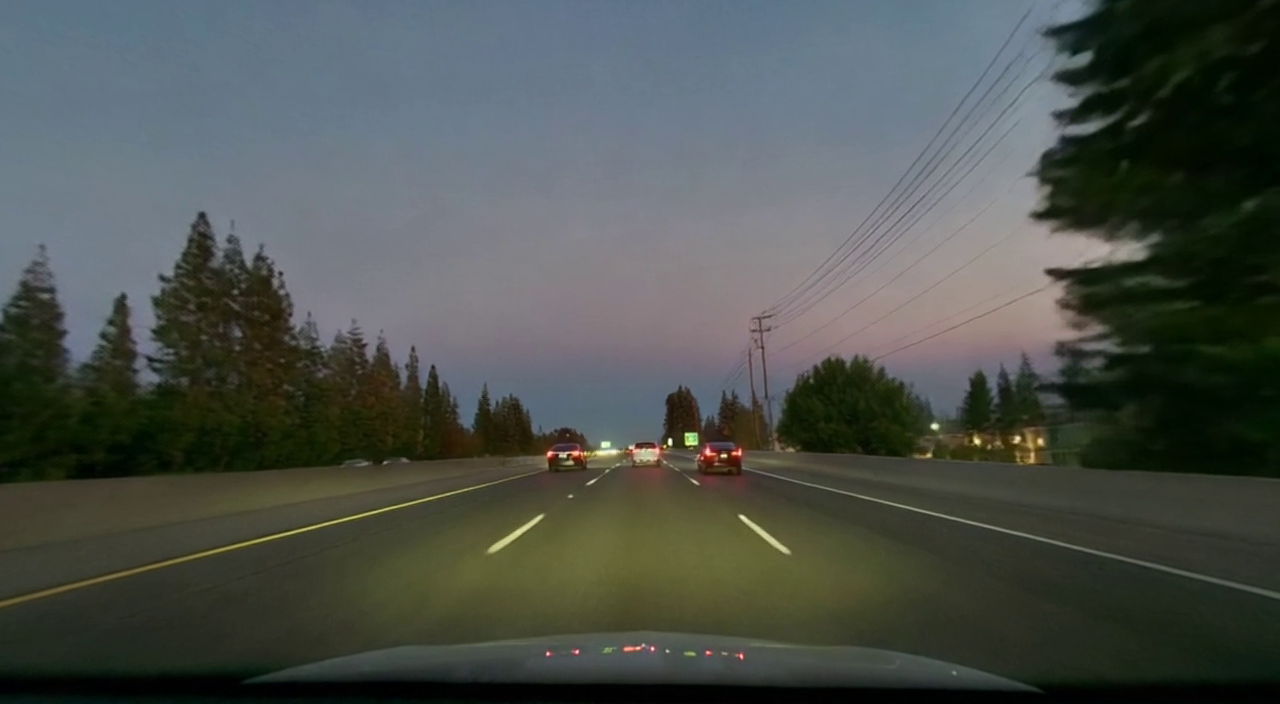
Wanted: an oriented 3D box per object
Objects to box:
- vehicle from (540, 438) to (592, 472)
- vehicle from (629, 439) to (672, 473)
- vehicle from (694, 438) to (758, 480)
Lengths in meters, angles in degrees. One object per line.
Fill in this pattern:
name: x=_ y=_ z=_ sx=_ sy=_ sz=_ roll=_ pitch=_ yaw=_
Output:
vehicle: x=-4.025 y=5.702 z=35.111 sx=2.217 sy=1.773 sz=4.553 roll=0 pitch=-8 yaw=1
vehicle: x=0.509 y=5.341 z=32.601 sx=2.049 sy=1.620 sz=4.153 roll=0 pitch=-8 yaw=0
vehicle: x=3.429 y=4.323 z=25.856 sx=1.996 sy=1.579 sz=3.841 roll=0 pitch=-8 yaw=-1
